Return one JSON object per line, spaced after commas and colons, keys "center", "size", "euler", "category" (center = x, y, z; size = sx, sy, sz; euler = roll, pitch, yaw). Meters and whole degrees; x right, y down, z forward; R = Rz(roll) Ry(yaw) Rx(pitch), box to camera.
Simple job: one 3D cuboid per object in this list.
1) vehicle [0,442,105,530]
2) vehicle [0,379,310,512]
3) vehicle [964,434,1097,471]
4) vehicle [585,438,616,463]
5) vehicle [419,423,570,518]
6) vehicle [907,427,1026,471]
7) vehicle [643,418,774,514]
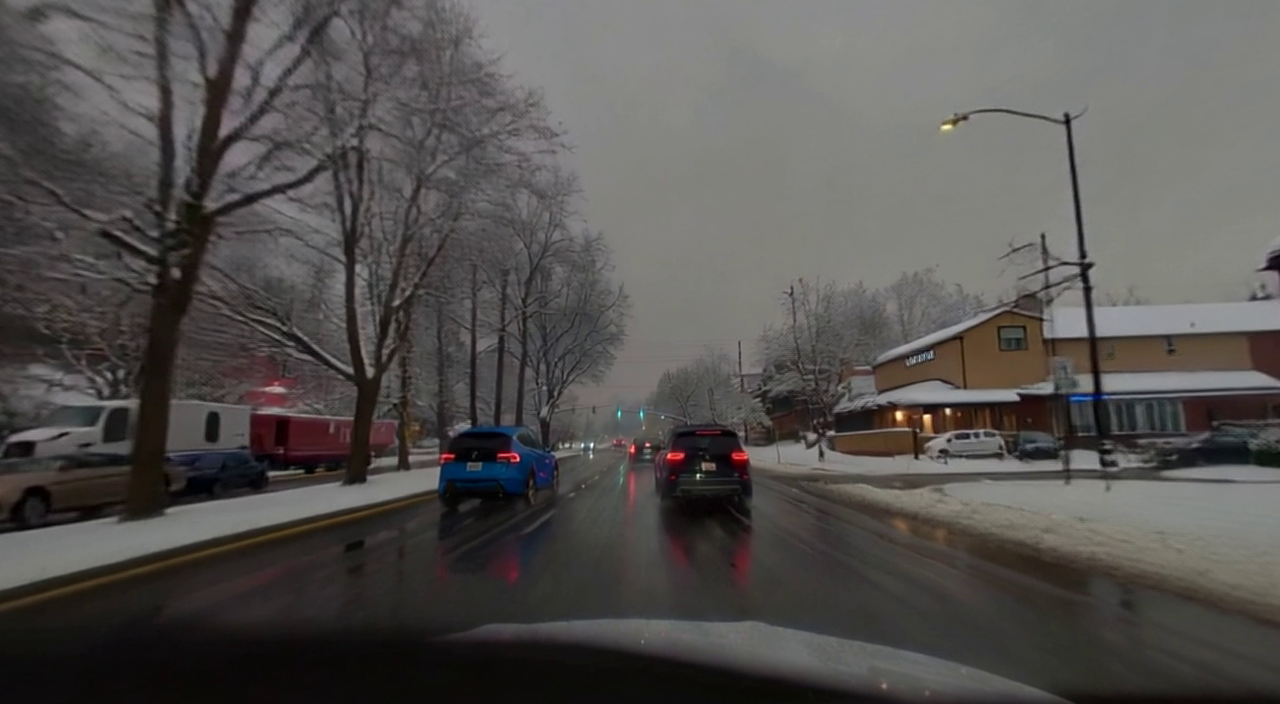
{"center": [-11.928, 2.259, 10.516], "size": [1.923, 1.490, 4.501], "euler": [-1, -9, 2], "category": "vehicle"}
{"center": [-15.077, 3.055, 20.524], "size": [2.901, 3.276, 9.720], "euler": [-1, -9, 4], "category": "vehicle"}
{"center": [19.222, 4.966, 31.339], "size": [2.320, 1.592, 5.103], "euler": [2, -8, -24], "category": "vehicle"}
{"center": [-2.909, 7.393, 47.190], "size": [2.014, 1.755, 4.360], "euler": [0, -9, 1], "category": "vehicle"}
{"center": [-2.882, 2.494, 13.735], "size": [2.043, 1.687, 4.676], "euler": [-1, -9, 2], "category": "vehicle"}
{"center": [15.966, 4.720, 31.135], "size": [2.032, 1.877, 4.876], "euler": [1, -7, -25], "category": "vehicle"}
{"center": [1.285, 2.454, 13.940], "size": [2.280, 1.747, 4.361], "euler": [0, -9, -2], "category": "vehicle"}
